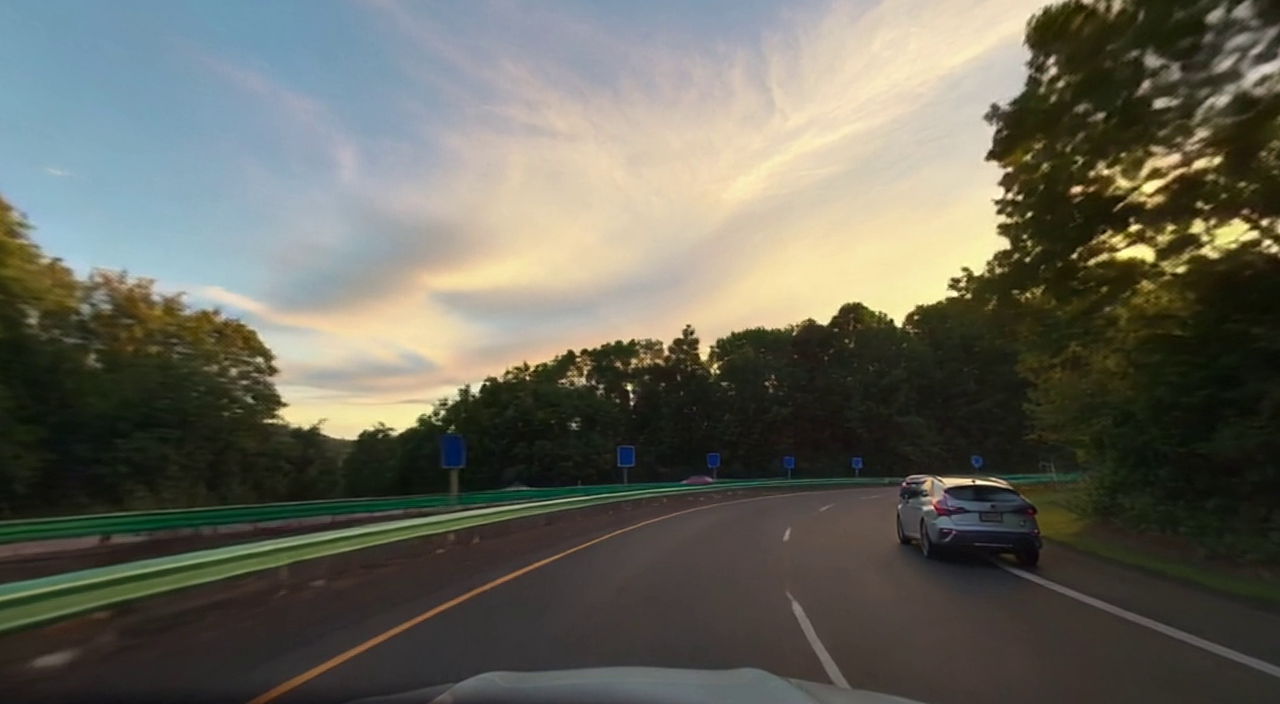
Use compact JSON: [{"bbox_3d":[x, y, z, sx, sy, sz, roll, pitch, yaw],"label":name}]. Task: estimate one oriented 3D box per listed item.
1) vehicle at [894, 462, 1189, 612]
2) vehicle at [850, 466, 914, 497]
[{"bbox_3d":[5.325,2.446,9.188,2.023,1.593,4.105,-1,-11,8],"label":"vehicle"},{"bbox_3d":[12.954,6.879,33.649,1.992,1.503,3.793,-8,-14,39],"label":"vehicle"}]
